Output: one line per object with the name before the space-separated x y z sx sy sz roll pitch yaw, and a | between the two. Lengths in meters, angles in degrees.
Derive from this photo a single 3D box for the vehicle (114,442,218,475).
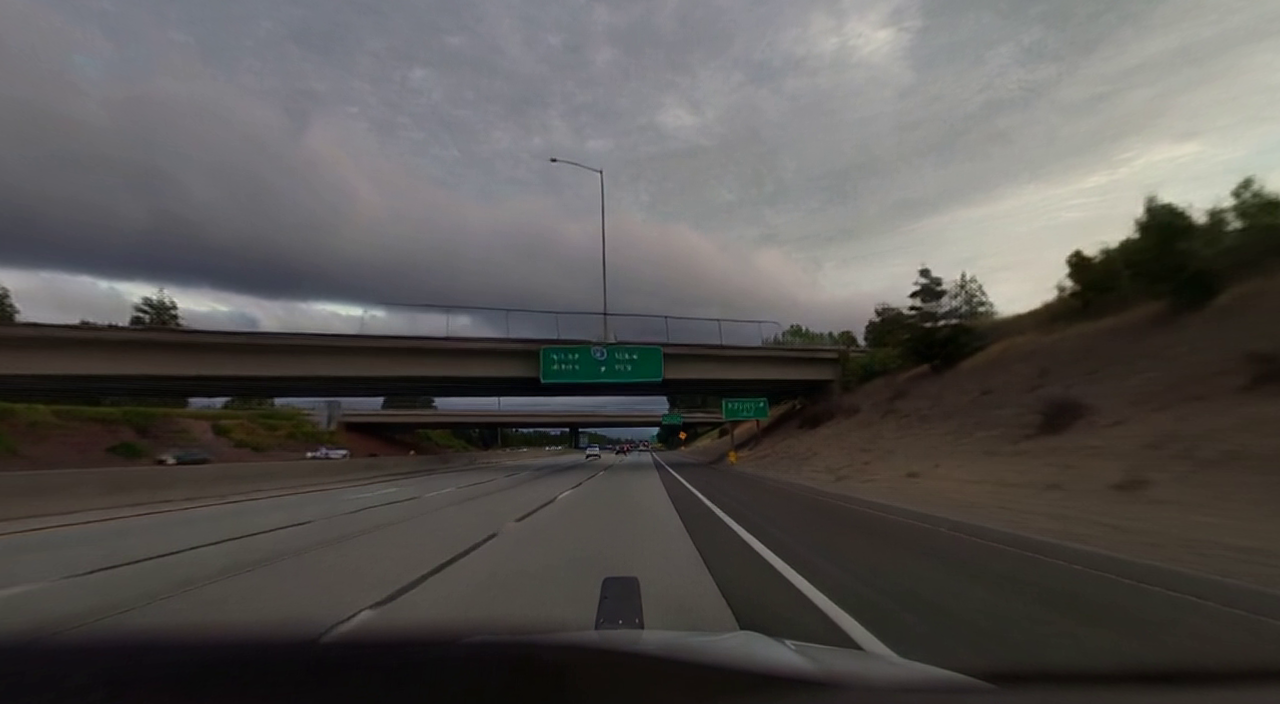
vehicle | -31.912 7.189 42.704 2.228 2.038 6.039 0 -9 1
